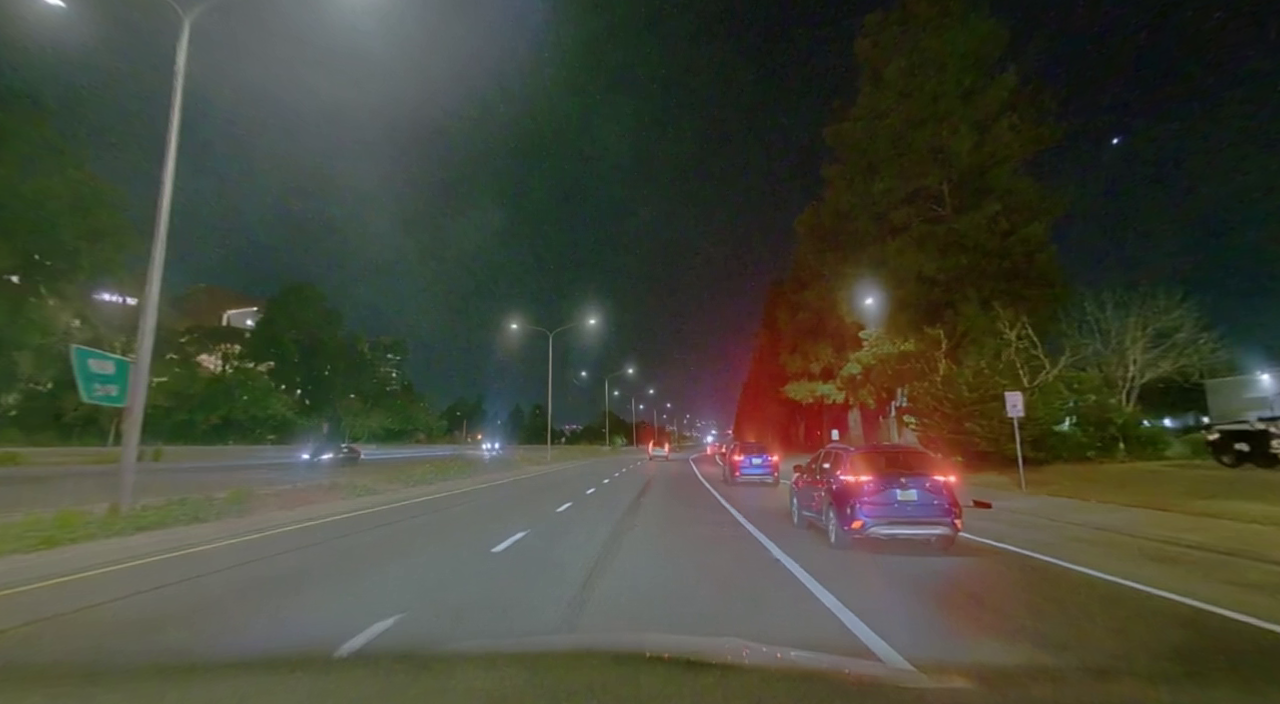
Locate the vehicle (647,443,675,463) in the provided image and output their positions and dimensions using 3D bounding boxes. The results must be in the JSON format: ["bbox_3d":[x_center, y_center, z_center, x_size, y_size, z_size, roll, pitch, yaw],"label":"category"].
[{"bbox_3d":[1.682,7.822,48.979,2.059,1.477,3.988,-1,-8,4],"label":"vehicle"}]

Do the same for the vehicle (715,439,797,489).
[{"bbox_3d":[3.825,3.769,21.630,1.981,1.499,4.536,0,-8,1],"label":"vehicle"}]

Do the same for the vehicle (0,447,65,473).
[{"bbox_3d":[-42.921,7.361,43.132,4.598,1.712,2.298,1,-8,-9],"label":"vehicle"}]

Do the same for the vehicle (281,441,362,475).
[{"bbox_3d":[-14.631,4.877,29.227,1.809,1.434,3.952,0,-8,-2],"label":"vehicle"}]

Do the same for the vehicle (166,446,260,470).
[{"bbox_3d":[-27.002,6.720,39.976,4.456,1.428,1.950,1,-8,-5],"label":"vehicle"}]

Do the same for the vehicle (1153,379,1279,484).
[{"bbox_3d":[21.064,2.543,20.103,2.713,3.202,6.843,1,-9,-12],"label":"vehicle"}]
